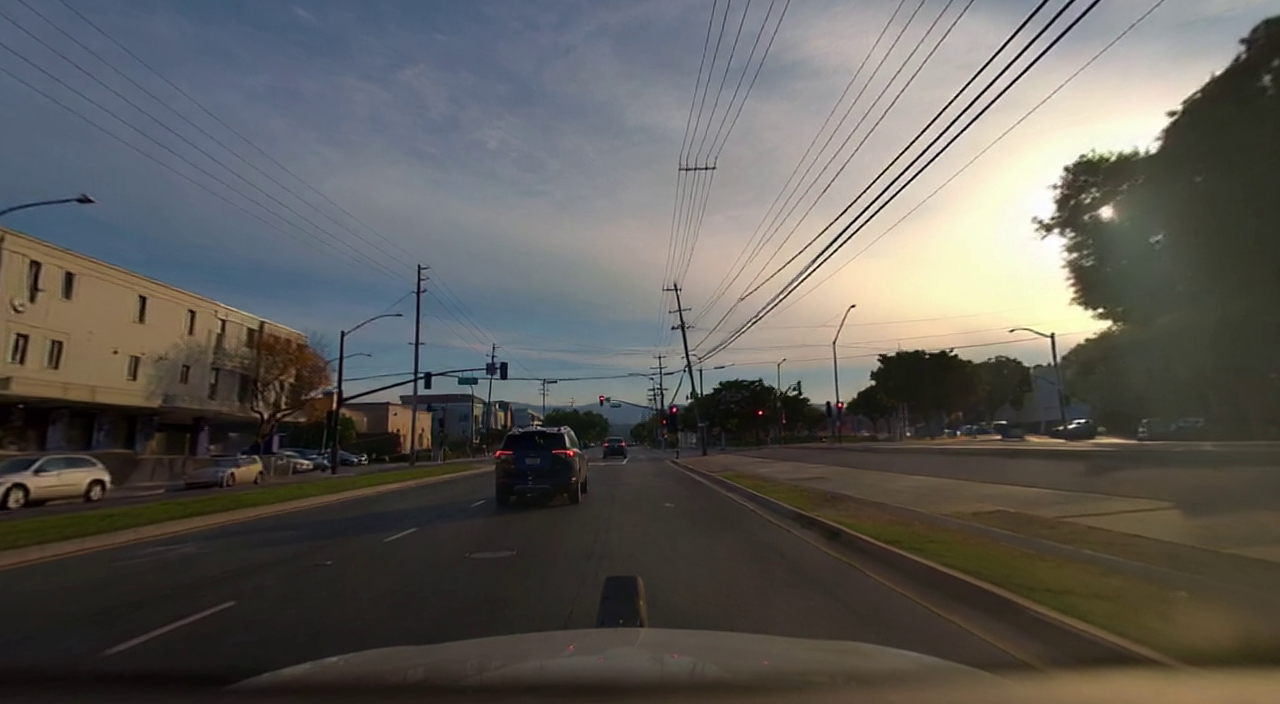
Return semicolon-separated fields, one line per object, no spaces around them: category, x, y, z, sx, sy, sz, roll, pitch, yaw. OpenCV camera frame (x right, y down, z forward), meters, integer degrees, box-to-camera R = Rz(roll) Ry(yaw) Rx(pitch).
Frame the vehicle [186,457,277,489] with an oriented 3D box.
vehicle;-20.642;6.118;32.163;1.790;1.415;4.450;0;-9;-2

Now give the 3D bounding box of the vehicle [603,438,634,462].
vehicle;-1.528;7.151;46.058;2.144;1.681;3.855;0;-9;-1

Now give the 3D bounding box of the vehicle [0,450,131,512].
vehicle;-20.340;4.267;21.516;2.015;1.815;4.856;0;-9;-2

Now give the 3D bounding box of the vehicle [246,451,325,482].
vehicle;-20.622;6.635;36.952;1.989;1.689;4.388;0;-9;1

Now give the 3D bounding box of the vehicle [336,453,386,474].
vehicle;-20.766;8.290;47.208;1.826;1.430;4.426;0;-9;-1

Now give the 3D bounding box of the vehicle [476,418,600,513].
vehicle;-2.026;2.425;13.847;2.022;1.757;4.041;0;-9;0
